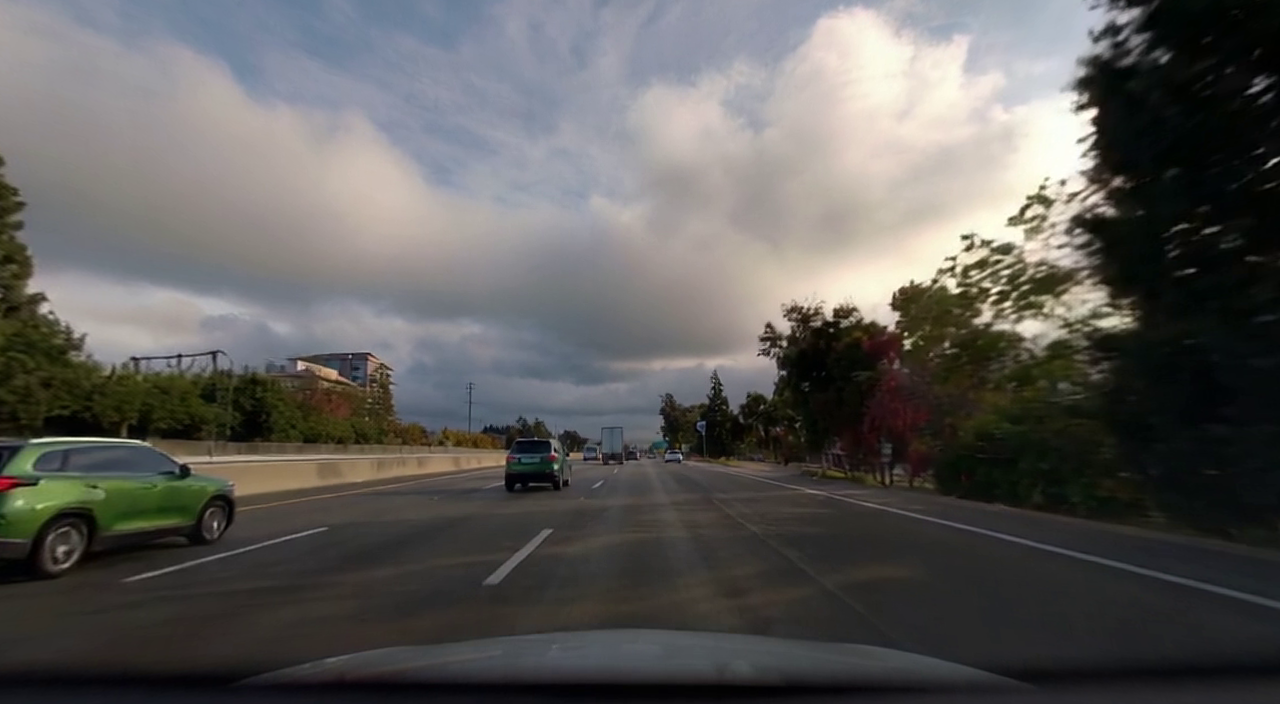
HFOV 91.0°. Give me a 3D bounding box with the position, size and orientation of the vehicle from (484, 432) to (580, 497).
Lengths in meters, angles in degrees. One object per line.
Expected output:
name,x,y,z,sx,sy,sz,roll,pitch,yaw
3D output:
vehicle,-3.190,3.426,19.536,2.111,1.742,4.315,1,-9,1

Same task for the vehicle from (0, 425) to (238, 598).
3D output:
vehicle,-6.648,1.557,6.635,1.969,1.520,4.190,1,-9,1
